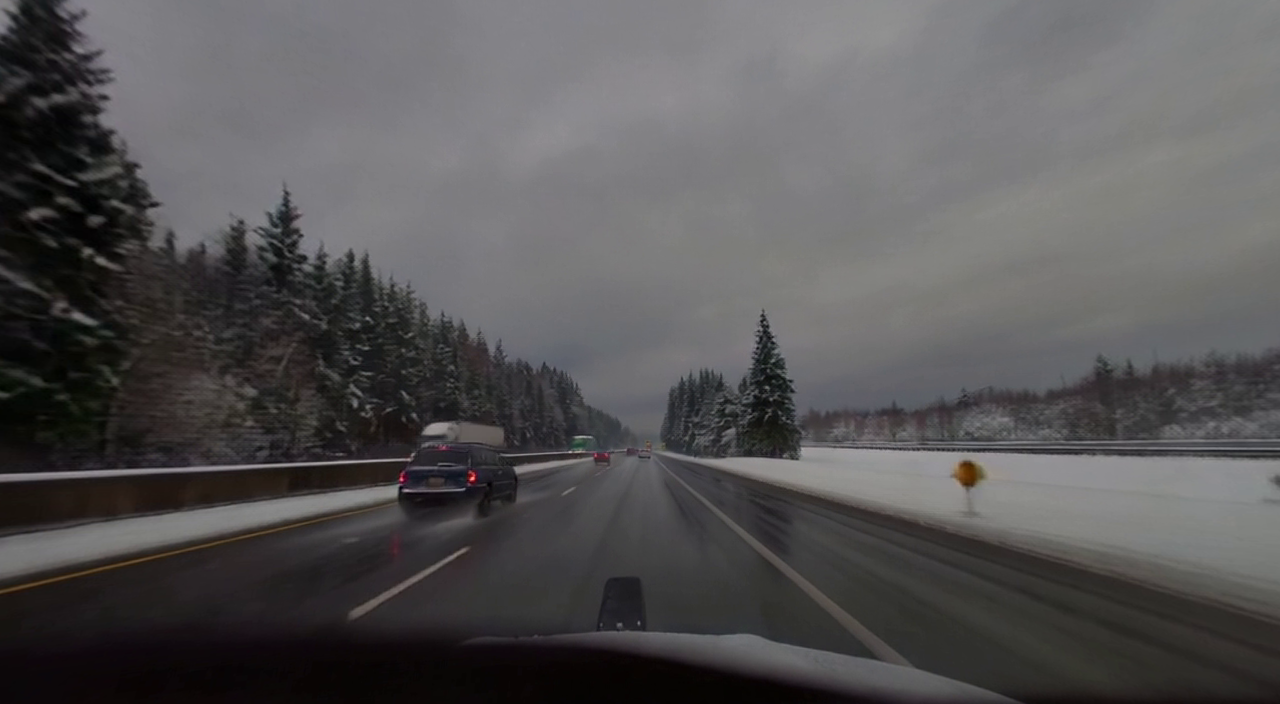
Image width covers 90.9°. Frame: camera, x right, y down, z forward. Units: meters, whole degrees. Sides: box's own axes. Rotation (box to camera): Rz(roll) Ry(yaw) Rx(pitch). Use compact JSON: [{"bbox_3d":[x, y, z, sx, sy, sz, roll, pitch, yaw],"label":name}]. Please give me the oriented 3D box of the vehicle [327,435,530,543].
[{"bbox_3d":[-3.409,2.309,11.313,1.969,1.505,4.636,0,-9,1],"label":"vehicle"}]
